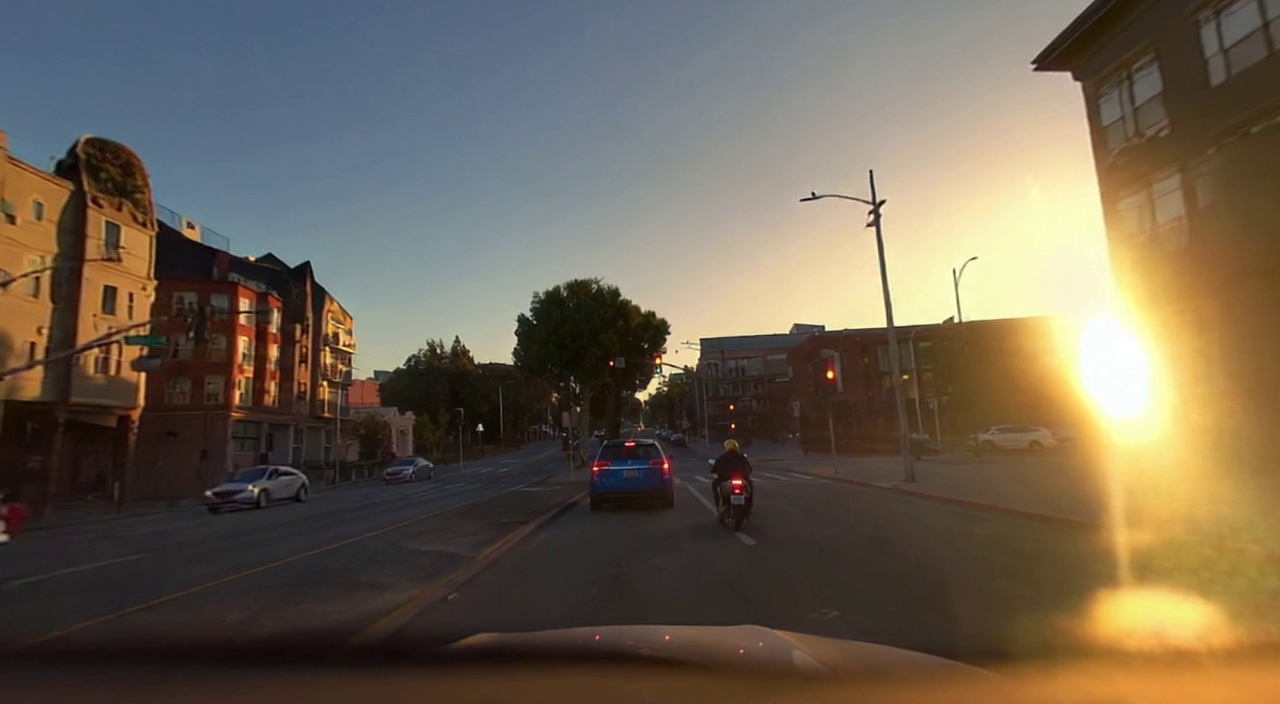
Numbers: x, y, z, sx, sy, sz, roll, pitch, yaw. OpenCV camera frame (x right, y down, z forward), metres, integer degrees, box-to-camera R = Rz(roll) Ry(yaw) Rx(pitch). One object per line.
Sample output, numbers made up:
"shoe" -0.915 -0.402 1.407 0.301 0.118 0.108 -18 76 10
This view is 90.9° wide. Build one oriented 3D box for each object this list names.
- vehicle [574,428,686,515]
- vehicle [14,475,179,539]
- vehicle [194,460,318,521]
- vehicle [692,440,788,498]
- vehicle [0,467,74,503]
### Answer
"vehicle" -0.191 2.736 14.900 2.265 1.748 4.130 0 -9 1
"vehicle" -18.199 5.157 21.495 2.032 1.701 4.475 1 -9 -8
"vehicle" -13.296 4.761 22.211 1.871 1.786 4.386 0 -9 -5
"vehicle" 2.826 3.438 18.899 2.101 1.507 4.355 0 -9 -1
"vehicle" -32.607 6.945 33.001 4.008 1.720 1.940 0 -8 -1
